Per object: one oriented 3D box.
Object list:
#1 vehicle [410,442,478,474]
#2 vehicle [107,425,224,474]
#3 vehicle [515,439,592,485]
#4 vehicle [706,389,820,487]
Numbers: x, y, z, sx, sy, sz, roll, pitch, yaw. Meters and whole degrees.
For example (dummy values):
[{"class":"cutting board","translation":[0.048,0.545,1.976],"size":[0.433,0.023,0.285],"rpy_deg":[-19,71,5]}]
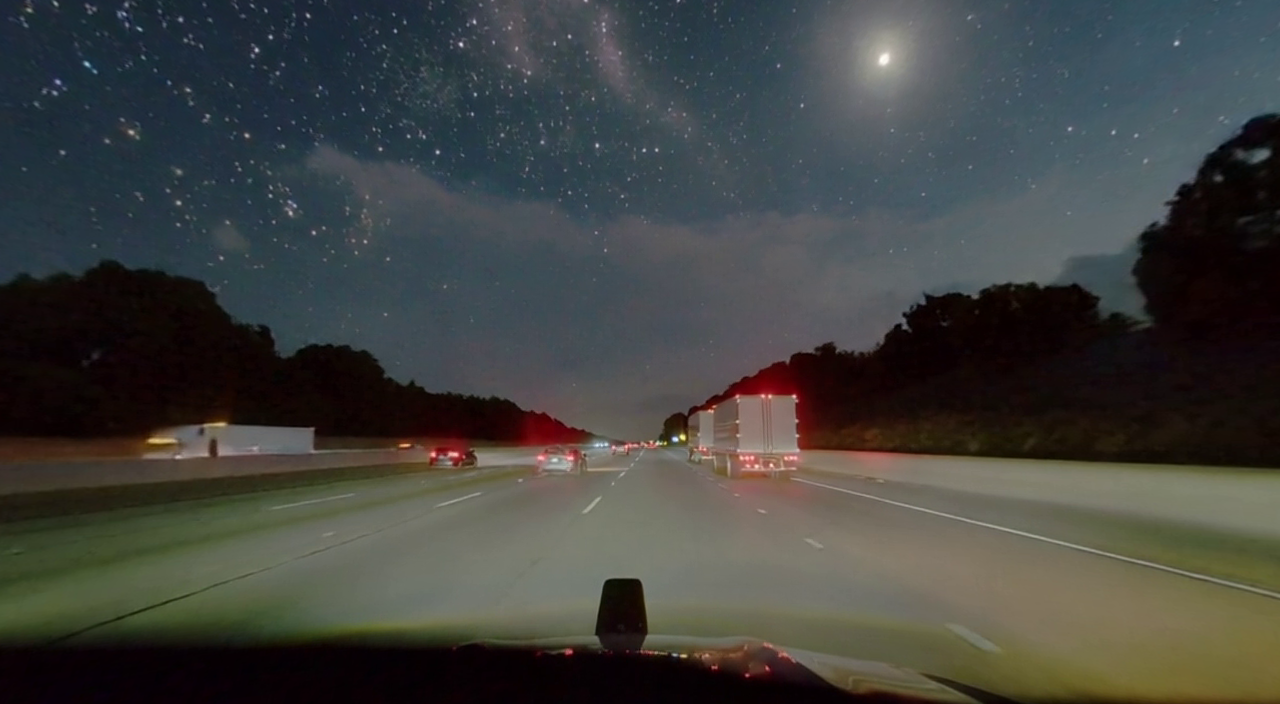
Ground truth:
[{"class":"vehicle","translation":[-9.733,5.301,31.717],"size":[1.899,1.465,4.589],"rpy_deg":[0,-8,1]},{"class":"vehicle","translation":[-35.503,7.316,47.598],"size":[2.955,3.376,7.255],"rpy_deg":[0,-8,1]},{"class":"vehicle","translation":[-2.927,3.843,22.380],"size":[1.981,1.473,4.317],"rpy_deg":[0,-8,2]},{"class":"vehicle","translation":[4.225,3.218,23.451],"size":[2.732,3.052,7.118],"rpy_deg":[0,-8,0]}]
